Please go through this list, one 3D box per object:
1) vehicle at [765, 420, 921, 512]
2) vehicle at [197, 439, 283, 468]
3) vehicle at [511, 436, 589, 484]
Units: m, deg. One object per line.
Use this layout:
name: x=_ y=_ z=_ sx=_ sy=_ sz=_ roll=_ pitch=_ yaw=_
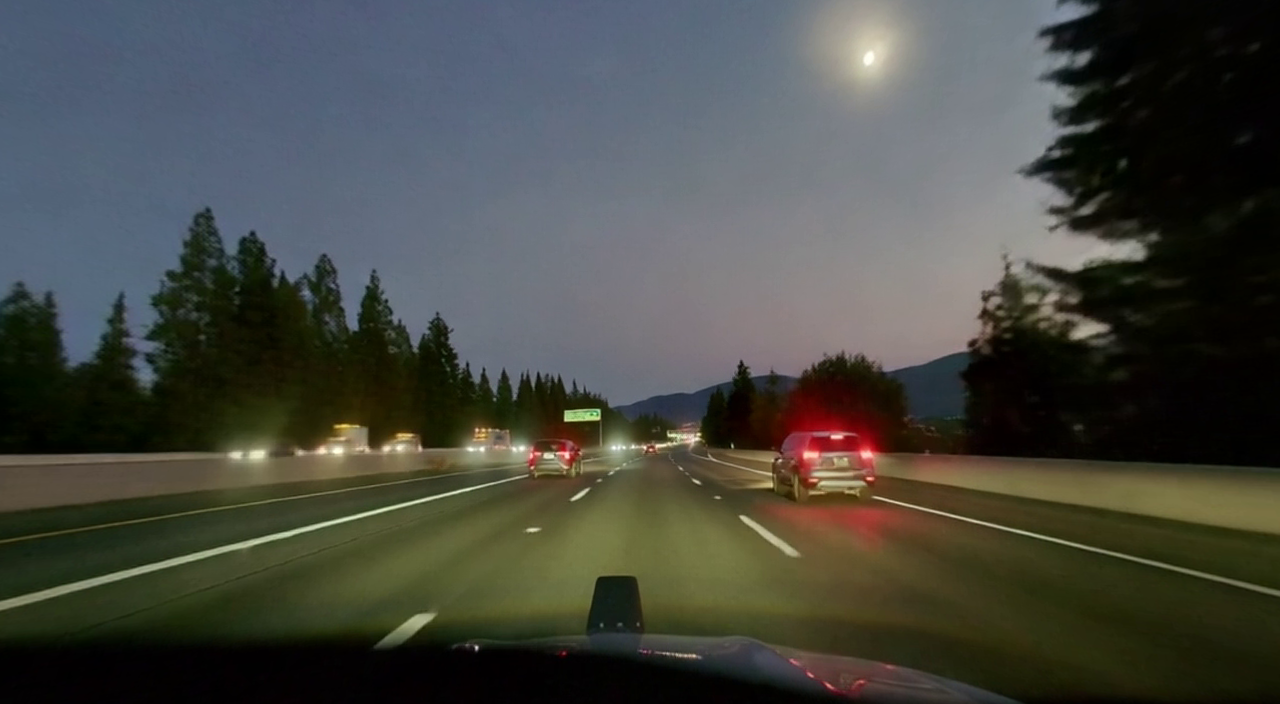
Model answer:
vehicle: x=4.465 y=2.593 z=14.705 sx=2.149 sy=1.796 sz=4.487 roll=0 pitch=-9 yaw=0
vehicle: x=-24.776 y=6.303 z=39.120 sx=2.015 sy=1.650 sz=4.858 roll=-1 pitch=-9 yaw=2
vehicle: x=-3.240 y=3.996 z=23.505 sx=2.166 sy=1.608 sz=4.297 roll=0 pitch=-8 yaw=2
